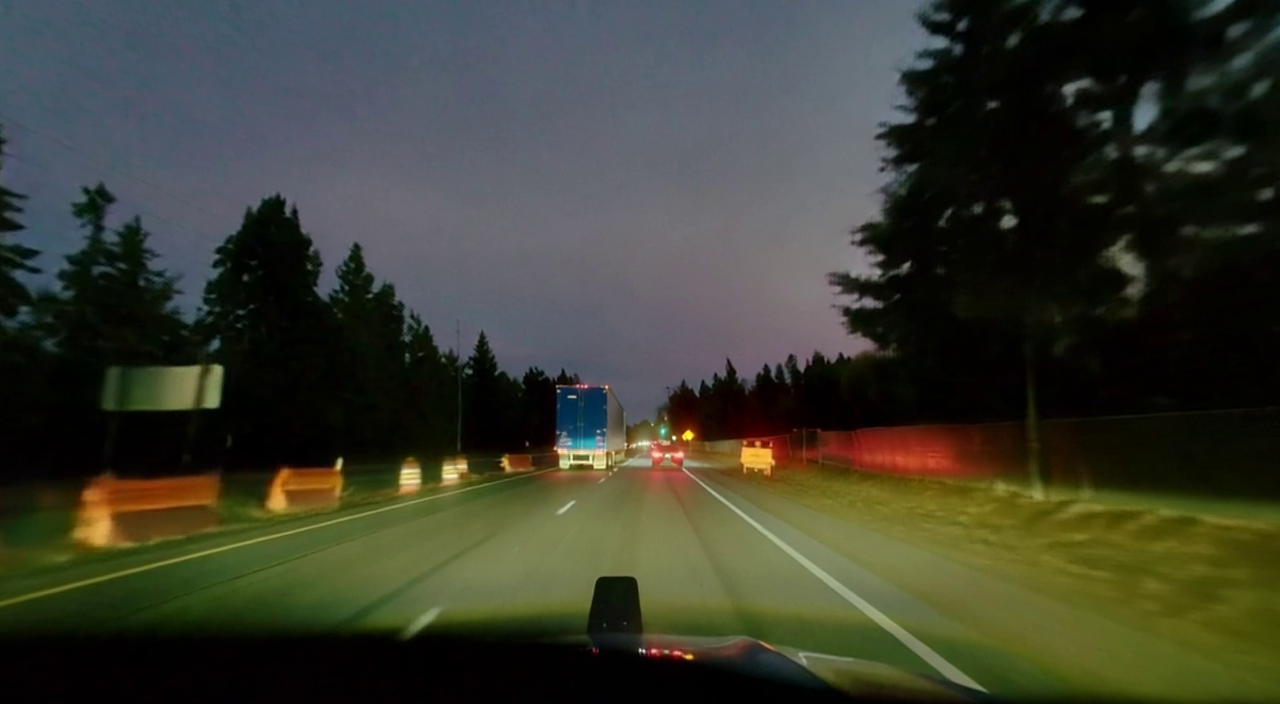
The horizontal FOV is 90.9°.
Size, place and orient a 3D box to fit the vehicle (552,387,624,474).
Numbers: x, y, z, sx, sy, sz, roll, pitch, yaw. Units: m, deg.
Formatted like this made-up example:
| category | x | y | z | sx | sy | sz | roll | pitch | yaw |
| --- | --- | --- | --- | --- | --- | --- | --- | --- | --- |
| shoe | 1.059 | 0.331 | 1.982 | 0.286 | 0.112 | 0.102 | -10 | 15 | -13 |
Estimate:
| category | x | y | z | sx | sy | sz | roll | pitch | yaw |
| --- | --- | --- | --- | --- | --- | --- | --- | --- | --- |
| vehicle | -2.684 | 4.890 | 38.149 | 2.906 | 4.115 | 15.715 | 0 | -8 | 1 |

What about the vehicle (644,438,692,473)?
| category | x | y | z | sx | sy | sz | roll | pitch | yaw |
| --- | --- | --- | --- | --- | --- | --- | --- | --- | --- |
| vehicle | 1.387 | 5.356 | 32.888 | 2.304 | 1.675 | 4.462 | 0 | -8 | 0 |
